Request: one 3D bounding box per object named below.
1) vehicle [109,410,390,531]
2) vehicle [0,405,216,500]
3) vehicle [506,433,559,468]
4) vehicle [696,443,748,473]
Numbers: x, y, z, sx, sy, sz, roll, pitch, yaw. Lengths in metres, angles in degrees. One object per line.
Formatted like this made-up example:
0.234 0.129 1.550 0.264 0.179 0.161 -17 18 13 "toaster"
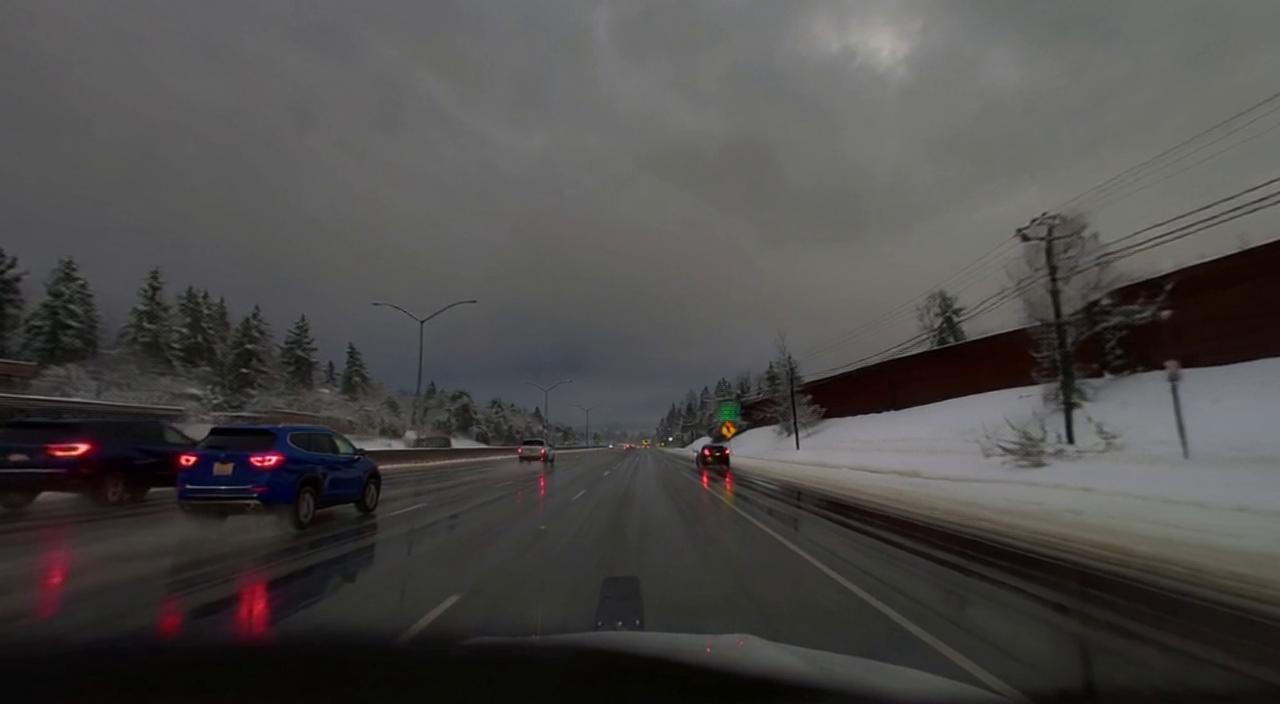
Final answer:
-6.520 2.047 11.361 2.058 1.698 4.567 1 -9 1 "vehicle"
-13.783 2.491 15.839 2.162 1.922 5.732 1 -9 0 "vehicle"
-6.327 5.875 37.648 2.255 1.934 4.868 1 -9 0 "vehicle"
4.531 5.895 35.337 2.251 1.520 4.550 1 -9 -1 "vehicle"
